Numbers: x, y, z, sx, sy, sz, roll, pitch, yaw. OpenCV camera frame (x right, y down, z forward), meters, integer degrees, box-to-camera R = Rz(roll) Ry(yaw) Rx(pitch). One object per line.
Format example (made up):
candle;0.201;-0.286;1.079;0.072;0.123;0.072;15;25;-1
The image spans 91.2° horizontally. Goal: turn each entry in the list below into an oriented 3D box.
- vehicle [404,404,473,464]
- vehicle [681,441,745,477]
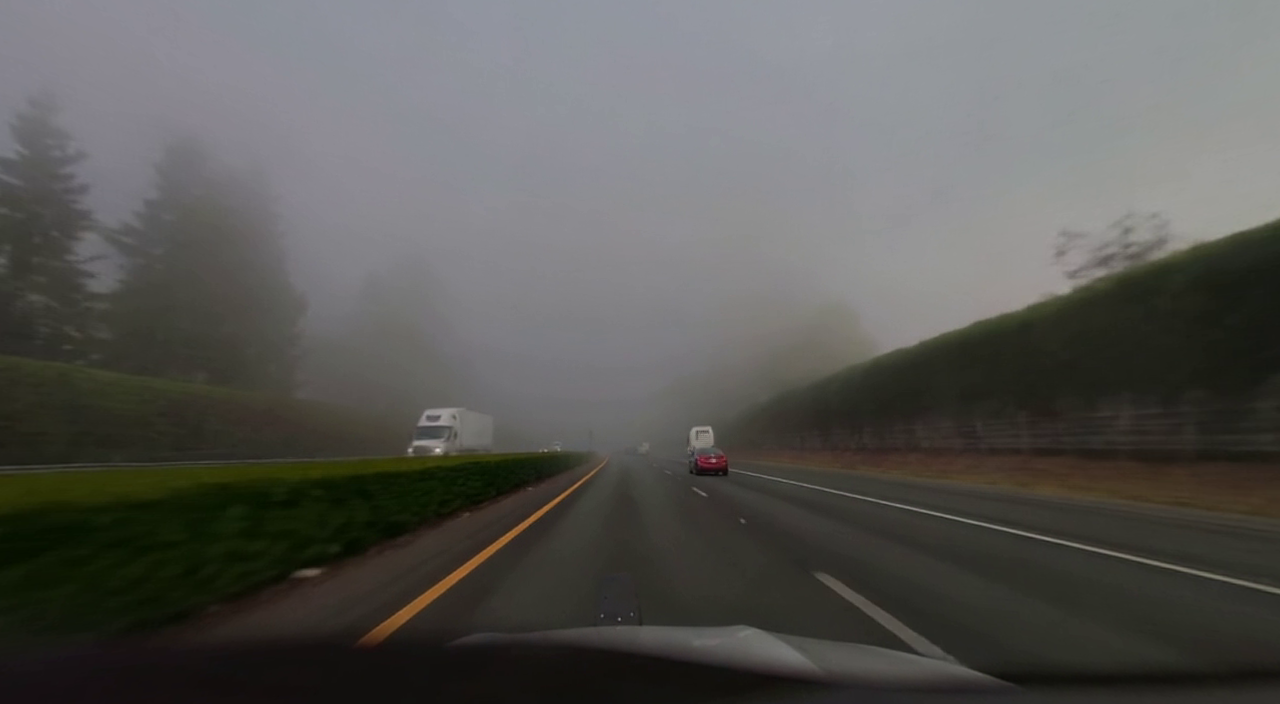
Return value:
vehicle;-14.241;5.909;44.821;2.974;3.986;5.874;0;-8;-1
vehicle;3.291;4.939;29.117;2.244;1.498;4.338;0;-9;-3
